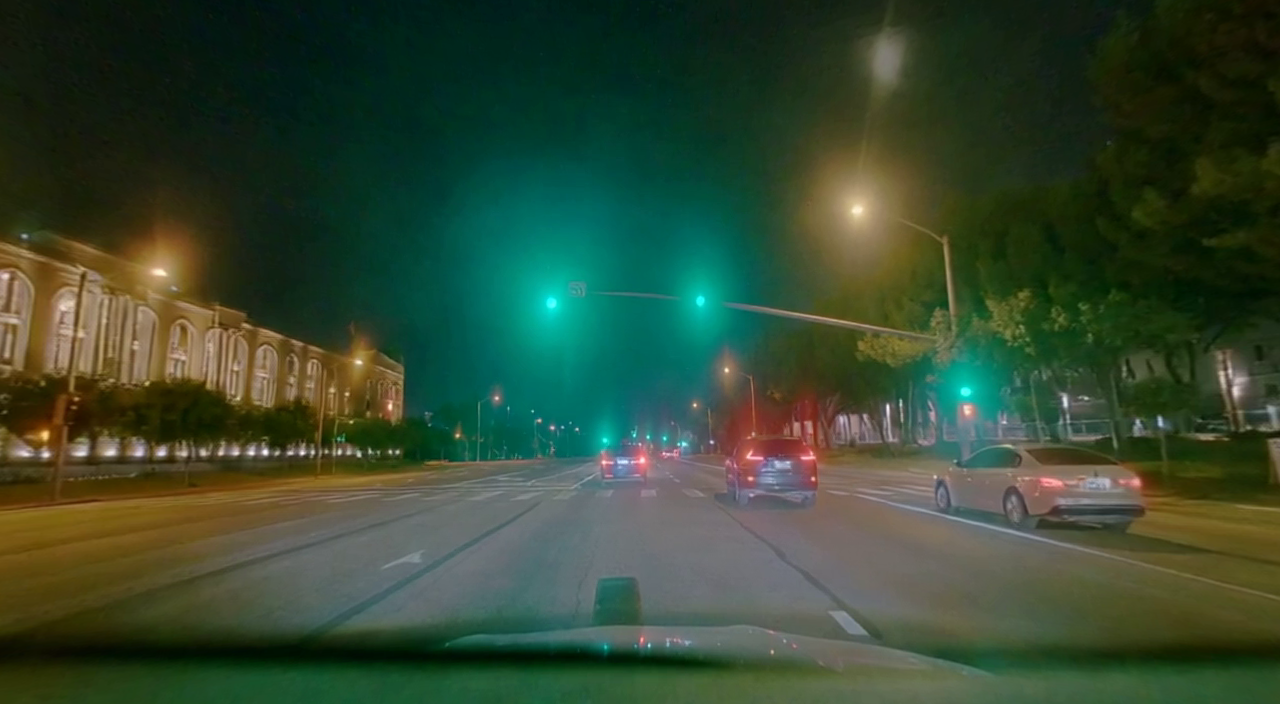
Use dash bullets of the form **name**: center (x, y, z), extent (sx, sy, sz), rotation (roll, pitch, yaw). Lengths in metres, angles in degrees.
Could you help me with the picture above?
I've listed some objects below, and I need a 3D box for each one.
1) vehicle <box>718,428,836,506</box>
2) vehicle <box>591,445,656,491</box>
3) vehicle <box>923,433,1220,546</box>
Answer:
- **vehicle**: center (3.435, 2.975, 16.762), extent (2.036, 1.757, 4.300), rotation (0, -9, -2)
- **vehicle**: center (-0.578, 3.973, 22.002), extent (2.054, 1.446, 3.969), rotation (0, -9, -1)
- **vehicle**: center (6.701, 2.144, 10.565), extent (1.868, 1.472, 4.274), rotation (0, -9, -1)
